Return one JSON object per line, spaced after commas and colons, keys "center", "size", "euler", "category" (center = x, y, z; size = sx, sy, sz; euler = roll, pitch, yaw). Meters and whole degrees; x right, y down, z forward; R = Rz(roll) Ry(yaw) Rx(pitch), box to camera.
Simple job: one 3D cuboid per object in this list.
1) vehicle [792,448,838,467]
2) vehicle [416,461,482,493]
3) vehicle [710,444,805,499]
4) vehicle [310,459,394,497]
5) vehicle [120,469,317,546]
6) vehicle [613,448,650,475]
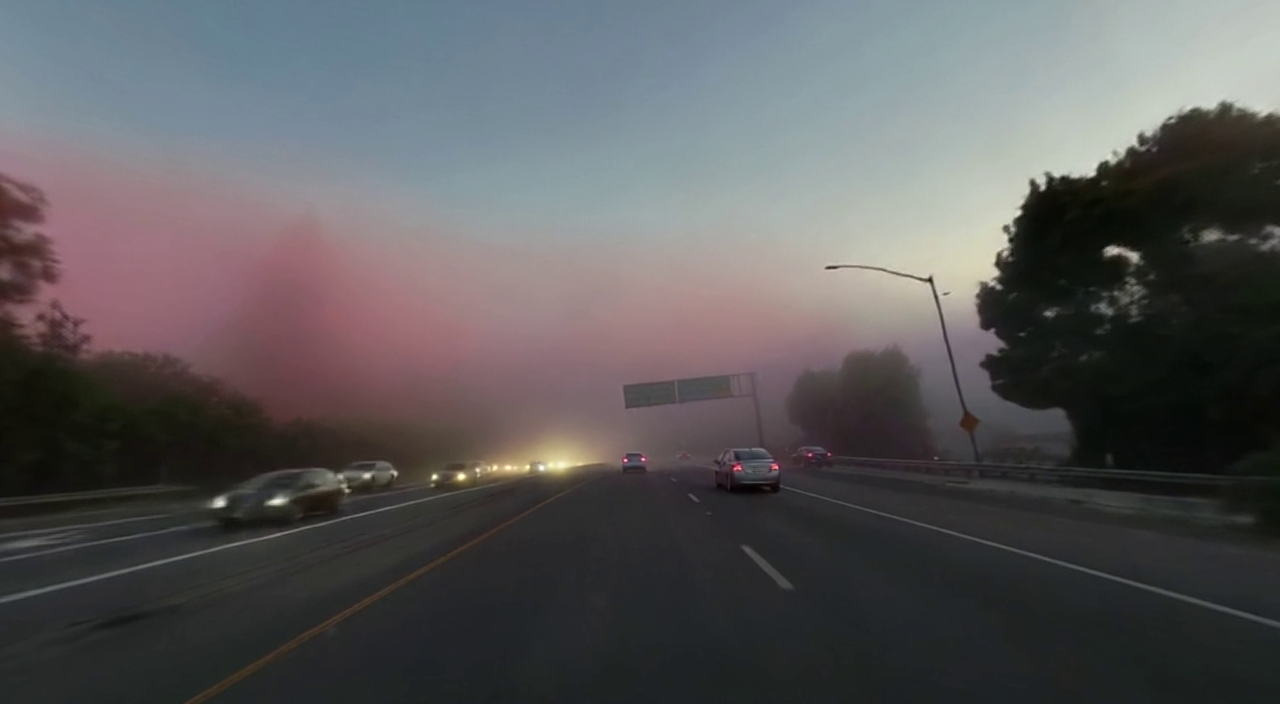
{"center": [13.187, 7.963, 47.925], "size": [2.042, 1.390, 4.386], "euler": [0, -8, -3], "category": "vehicle"}
{"center": [-10.090, 6.630, 33.791], "size": [2.069, 1.447, 4.361], "euler": [0, -8, 1], "category": "vehicle"}
{"center": [3.475, 3.603, 19.508], "size": [1.972, 1.488, 4.335], "euler": [0, -8, -2], "category": "vehicle"}
{"center": [-14.305, 6.264, 31.715], "size": [1.915, 1.624, 4.872], "euler": [0, -8, 0], "category": "vehicle"}
{"center": [-10.630, 3.909, 16.428], "size": [1.791, 1.523, 4.364], "euler": [-1, -8, 5], "category": "vehicle"}
{"center": [-0.477, 6.527, 37.869], "size": [2.090, 1.510, 4.280], "euler": [0, -8, 0], "category": "vehicle"}
